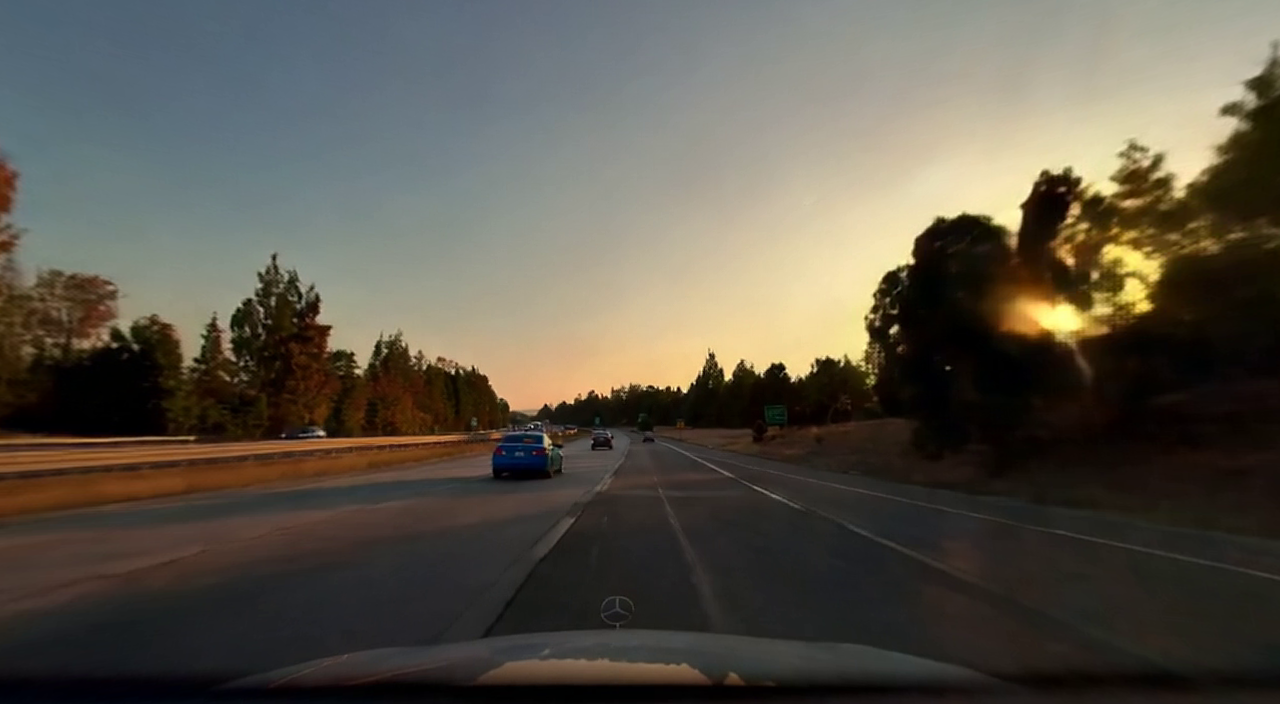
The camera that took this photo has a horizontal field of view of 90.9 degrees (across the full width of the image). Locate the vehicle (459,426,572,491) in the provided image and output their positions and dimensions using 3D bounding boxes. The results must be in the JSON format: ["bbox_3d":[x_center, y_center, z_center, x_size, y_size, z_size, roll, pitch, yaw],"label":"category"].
[{"bbox_3d":[-3.016,2.658,16.238,1.977,1.443,4.225,0,-8,1],"label":"vehicle"}]
